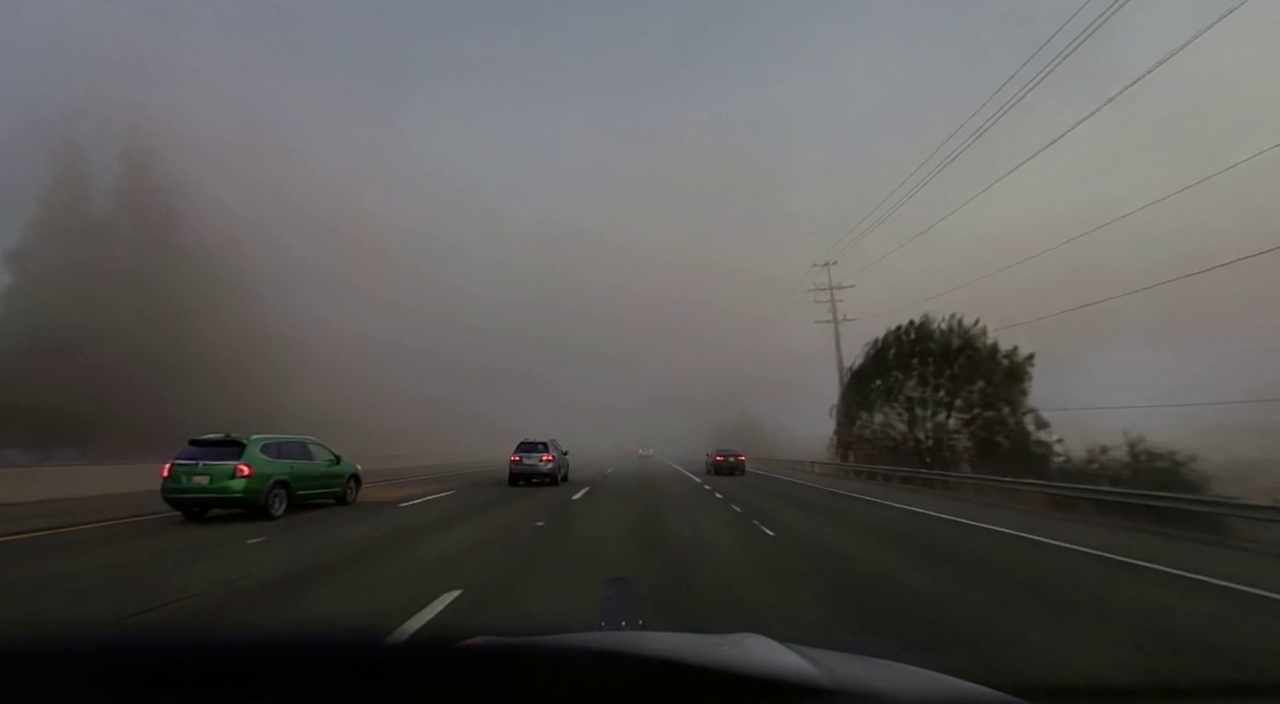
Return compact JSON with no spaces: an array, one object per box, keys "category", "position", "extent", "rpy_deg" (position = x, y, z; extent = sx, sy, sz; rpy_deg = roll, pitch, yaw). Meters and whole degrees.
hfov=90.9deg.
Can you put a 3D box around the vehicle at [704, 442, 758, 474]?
[{"category":"vehicle","position":[4.432,5.212,31.221],"extent":[1.964,1.479,4.252],"rpy_deg":[0,-8,-1]}]

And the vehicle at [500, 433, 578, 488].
[{"category":"vehicle","position":[-3.362,3.718,21.841],"extent":[1.961,1.704,4.052],"rpy_deg":[0,-8,1]}]

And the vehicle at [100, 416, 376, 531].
[{"category":"vehicle","position":[-7.399,2.276,12.456],"extent":[2.162,1.805,4.853],"rpy_deg":[0,-8,1]}]
